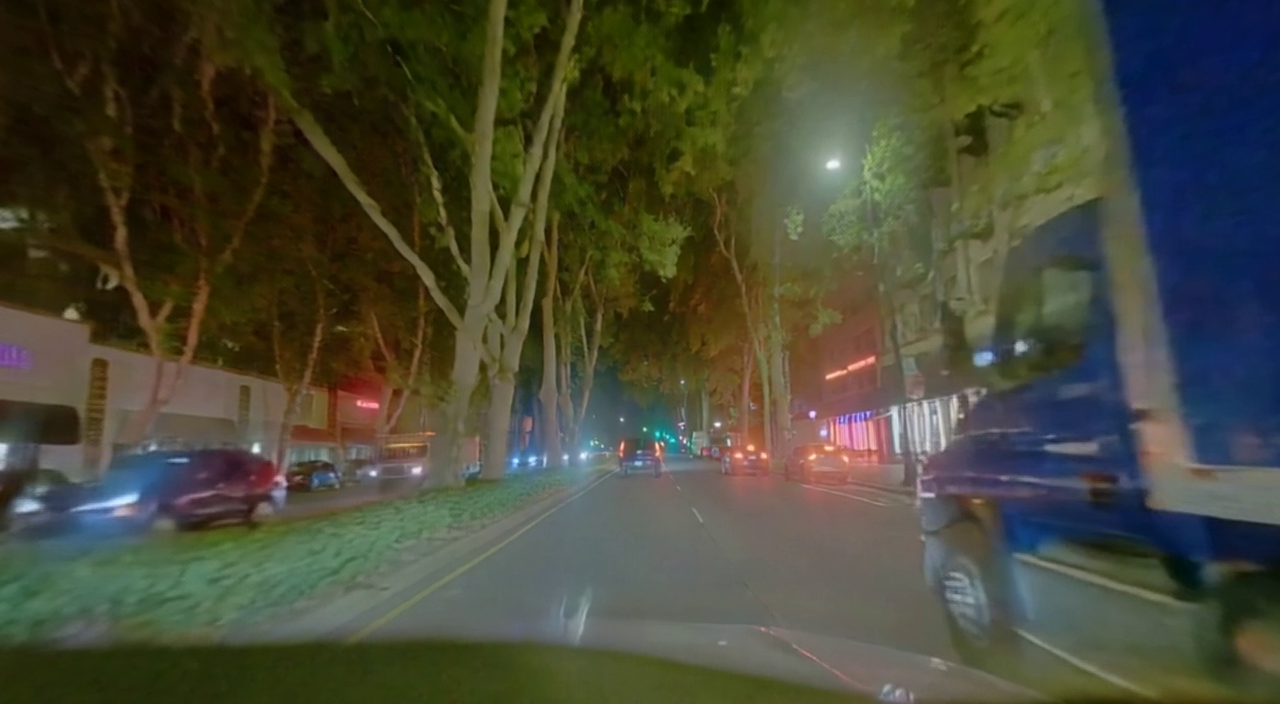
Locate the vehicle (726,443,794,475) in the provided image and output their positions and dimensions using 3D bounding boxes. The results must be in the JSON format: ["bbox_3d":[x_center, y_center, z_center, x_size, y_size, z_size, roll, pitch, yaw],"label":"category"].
[{"bbox_3d":[6.722,6.054,36.022,2.114,1.697,4.739,2,-9,-12],"label":"vehicle"}]

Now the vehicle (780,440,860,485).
[{"bbox_3d":[7.450,4.608,26.590,2.004,1.714,4.356,0,-9,-1],"label":"vehicle"}]

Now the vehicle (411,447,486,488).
[{"bbox_3d":[-8.345,5.034,27.961,1.977,1.669,4.387,0,-9,0],"label":"vehicle"}]

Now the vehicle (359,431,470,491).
[{"bbox_3d":[-11.845,5.808,34.206,2.894,2.789,8.218,0,-9,0],"label":"vehicle"}]

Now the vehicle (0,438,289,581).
[{"bbox_3d":[-7.558,2.184,9.699,1.937,1.641,4.575,0,-9,-4],"label":"vehicle"}]

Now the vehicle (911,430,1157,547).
[{"bbox_3d":[7.210,2.484,12.323,2.030,1.631,4.783,5,-8,4],"label":"vehicle"}]

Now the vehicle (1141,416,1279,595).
[{"bbox_3d":[7.053,1.353,5.401,1.949,1.664,4.141,0,-10,-3],"label":"vehicle"}]

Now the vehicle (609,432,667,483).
[{"bbox_3d":[-0.030,4.602,27.840,2.293,2.036,4.853,0,-8,1],"label":"vehicle"}]

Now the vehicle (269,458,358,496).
[{"bbox_3d":[-15.885,6.080,31.086,1.962,1.487,4.652,-3,-8,0],"label":"vehicle"}]
